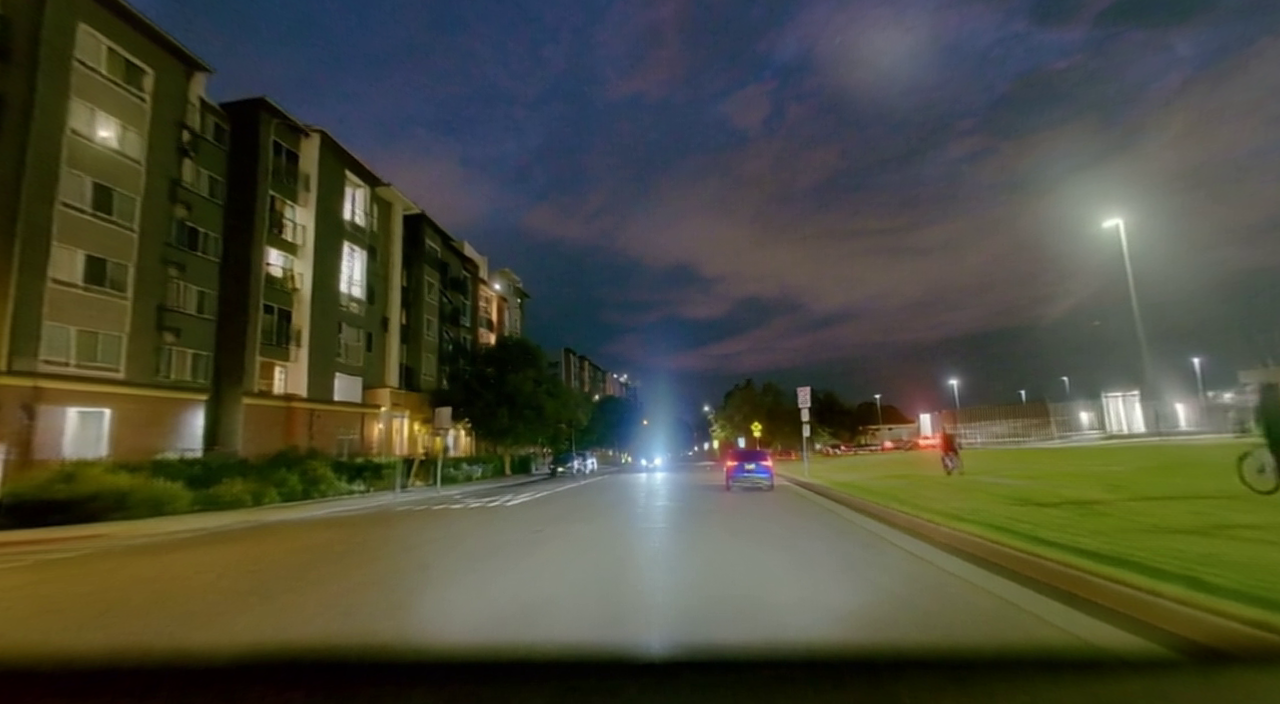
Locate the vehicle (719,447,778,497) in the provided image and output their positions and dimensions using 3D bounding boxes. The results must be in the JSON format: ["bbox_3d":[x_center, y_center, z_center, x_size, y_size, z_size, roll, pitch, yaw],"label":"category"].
[{"bbox_3d":[3.388,3.794,20.053,1.559,1.351,2.452,-5,-10,5],"label":"vehicle"}]
